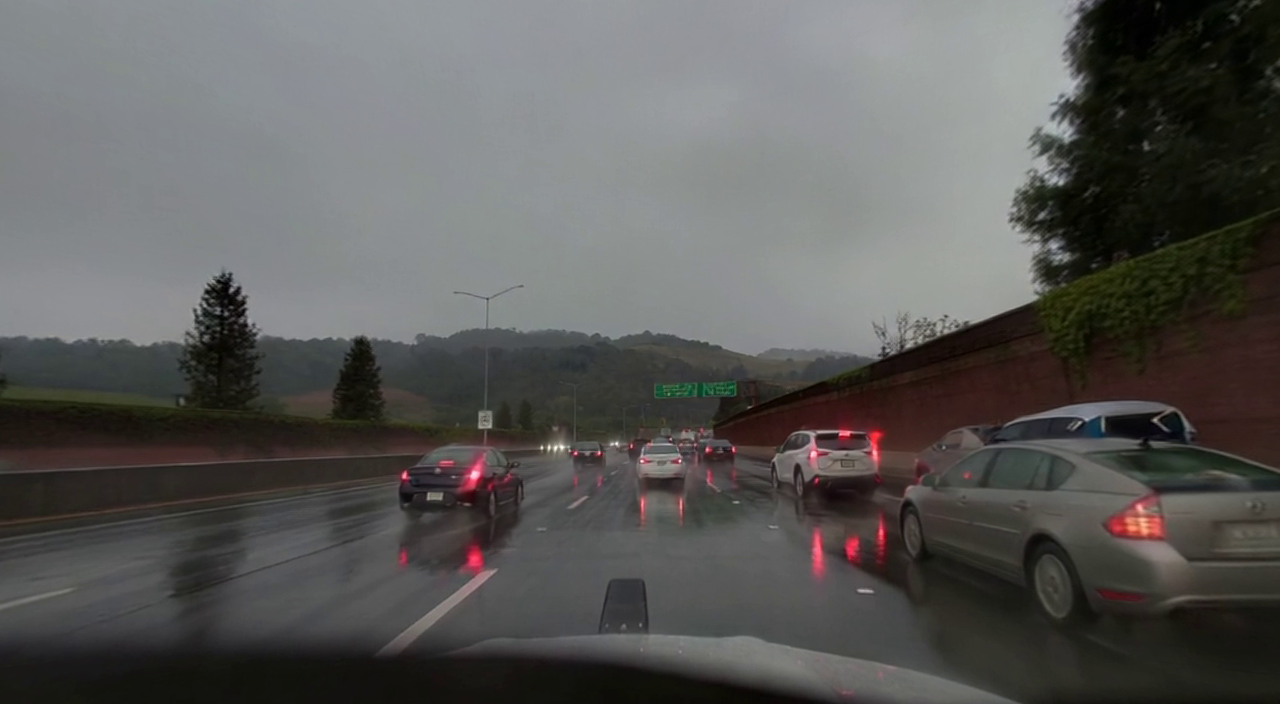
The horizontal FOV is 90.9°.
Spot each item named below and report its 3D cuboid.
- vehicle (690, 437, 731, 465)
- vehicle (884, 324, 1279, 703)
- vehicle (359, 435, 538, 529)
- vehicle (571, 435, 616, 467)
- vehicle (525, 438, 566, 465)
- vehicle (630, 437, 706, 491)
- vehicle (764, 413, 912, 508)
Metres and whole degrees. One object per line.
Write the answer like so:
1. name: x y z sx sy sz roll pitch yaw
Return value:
1. vehicle: 3.950 5.614 36.011 1.855 1.513 3.915 0 -8 -1
2. vehicle: 3.767 1.083 4.960 1.930 1.831 4.344 0 -8 0
3. vehicle: -3.367 2.364 12.124 1.961 1.456 4.362 0 -8 2
4. vehicle: -2.680 5.845 37.422 2.154 1.793 4.736 0 -8 2
5. vehicle: -6.550 6.959 44.328 2.055 1.751 4.825 0 -8 1
6. vehicle: 0.736 3.376 19.429 2.105 1.471 3.978 0 -8 -1
7. vehicle: 4.375 2.481 14.829 1.970 1.872 4.575 0 -8 0
